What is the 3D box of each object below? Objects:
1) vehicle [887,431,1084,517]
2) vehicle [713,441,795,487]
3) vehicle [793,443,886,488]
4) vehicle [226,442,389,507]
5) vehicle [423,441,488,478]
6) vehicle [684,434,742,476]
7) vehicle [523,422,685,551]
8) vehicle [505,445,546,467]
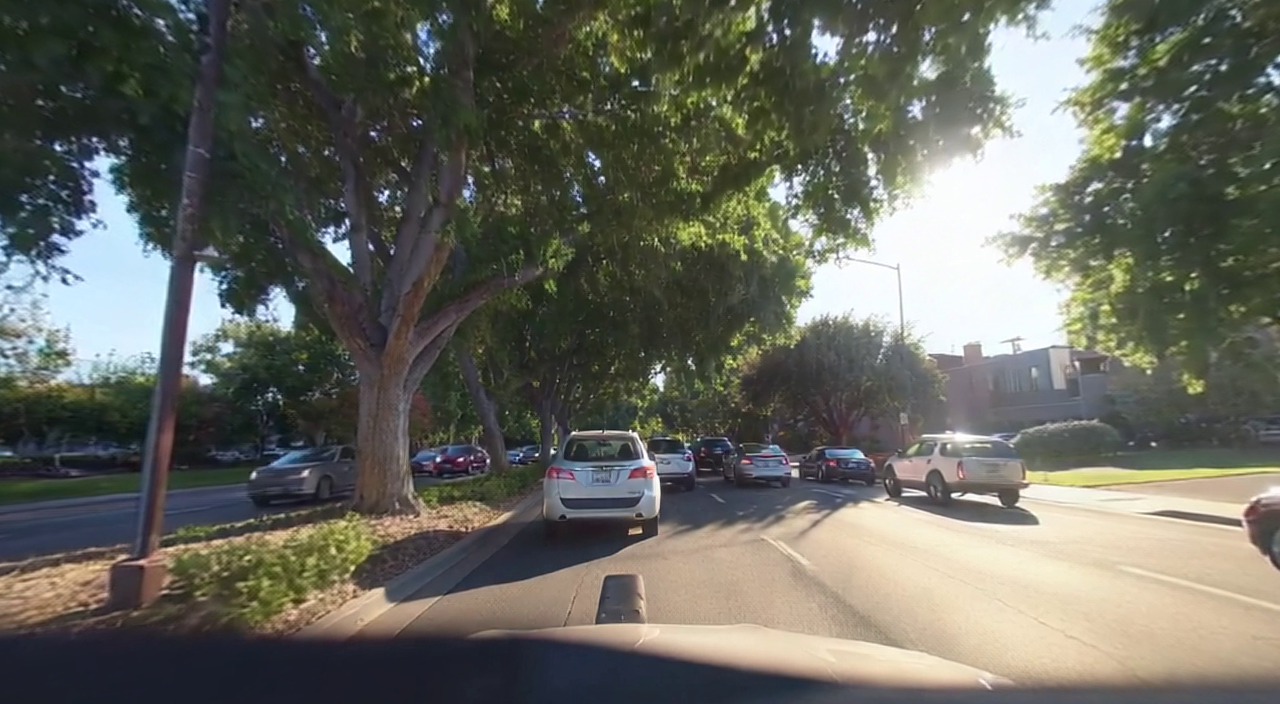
[{"bbox_3d":[7.757,2.754,14.813,2.168,1.709,4.289,0,-8,0],"label":"vehicle"},{"bbox_3d":[3.953,3.963,22.692,2.175,1.477,4.520,0,-8,1],"label":"vehicle"},{"bbox_3d":[7.195,4.104,23.287,1.977,1.485,4.308,0,-8,0],"label":"vehicle"},{"bbox_3d":[-8.804,3.252,17.320,1.938,1.513,4.593,0,-8,0],"label":"vehicle"},{"bbox_3d":[-8.882,5.186,30.759,1.920,1.663,4.036,0,-8,1],"label":"vehicle"},{"bbox_3d":[3.409,4.901,30.408,2.114,1.846,4.659,0,-8,-1],"label":"vehicle"},{"bbox_3d":[-0.549,2.030,10.157,2.106,1.655,3.717,0,-8,-3],"label":"vehicle"},{"bbox_3d":[-8.233,7.537,45.987,2.039,1.466,4.553,0,-8,1],"label":"vehicle"}]
